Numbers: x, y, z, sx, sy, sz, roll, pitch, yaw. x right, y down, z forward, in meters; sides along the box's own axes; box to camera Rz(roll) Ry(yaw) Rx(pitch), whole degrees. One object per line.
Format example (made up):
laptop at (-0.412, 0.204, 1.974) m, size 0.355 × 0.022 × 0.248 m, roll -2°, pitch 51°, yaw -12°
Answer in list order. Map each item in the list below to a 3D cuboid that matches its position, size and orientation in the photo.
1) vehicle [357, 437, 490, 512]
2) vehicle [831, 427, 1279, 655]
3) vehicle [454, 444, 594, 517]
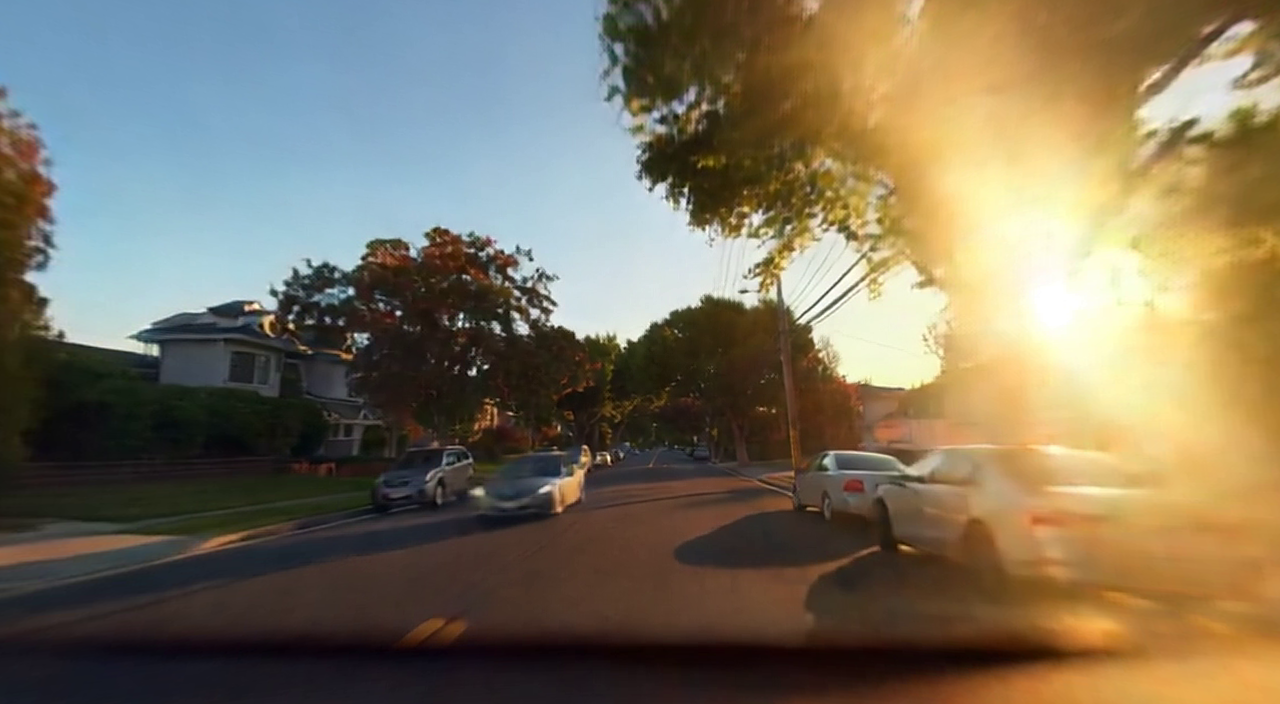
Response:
vehicle at (-5.861, 3.322, 17.690) m, size 2.027 × 1.695 × 4.437 m, roll -4°, pitch -8°, yaw 2°
vehicle at (3.597, 1.590, 6.529) m, size 2.014 × 1.482 × 4.599 m, roll 0°, pitch -8°, yaw 3°
vehicle at (-2.519, 2.937, 15.024) m, size 2.079 × 1.441 × 4.541 m, roll -1°, pitch -8°, yaw 6°
